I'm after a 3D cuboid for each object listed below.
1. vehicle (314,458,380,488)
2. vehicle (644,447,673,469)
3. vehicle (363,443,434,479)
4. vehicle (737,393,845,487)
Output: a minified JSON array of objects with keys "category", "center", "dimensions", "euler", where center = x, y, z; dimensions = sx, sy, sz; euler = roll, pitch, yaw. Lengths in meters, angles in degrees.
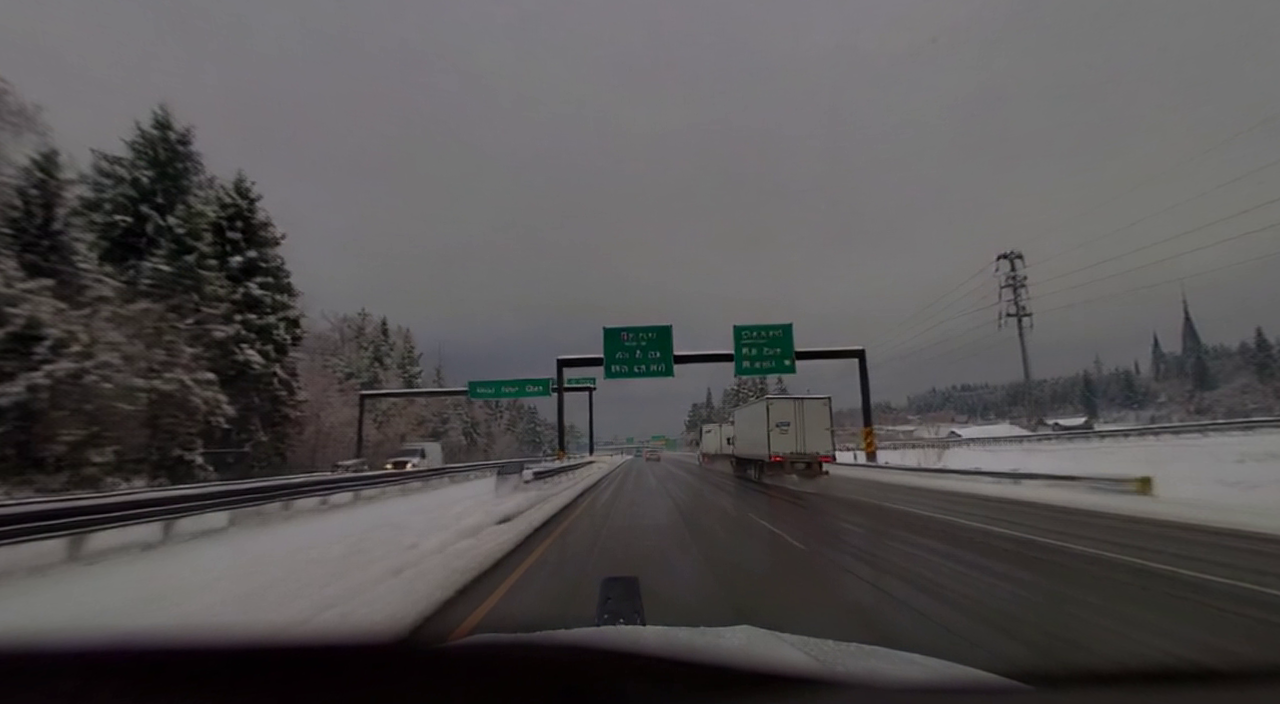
[{"category":"vehicle","center":[-17.077,7.046,36.941],"dimensions":[1.865,1.513,3.969],"euler":[0,-8,0]},{"category":"vehicle","center":[1.308,7.707,46.088],"dimensions":[2.049,1.500,3.790],"euler":[0,-9,1]},{"category":"vehicle","center":[-13.439,6.087,35.414],"dimensions":[2.077,1.870,4.723],"euler":[0,-9,1]},{"category":"vehicle","center":[6.022,3.732,26.494],"dimensions":[2.743,3.367,7.306],"euler":[0,-9,1]}]
